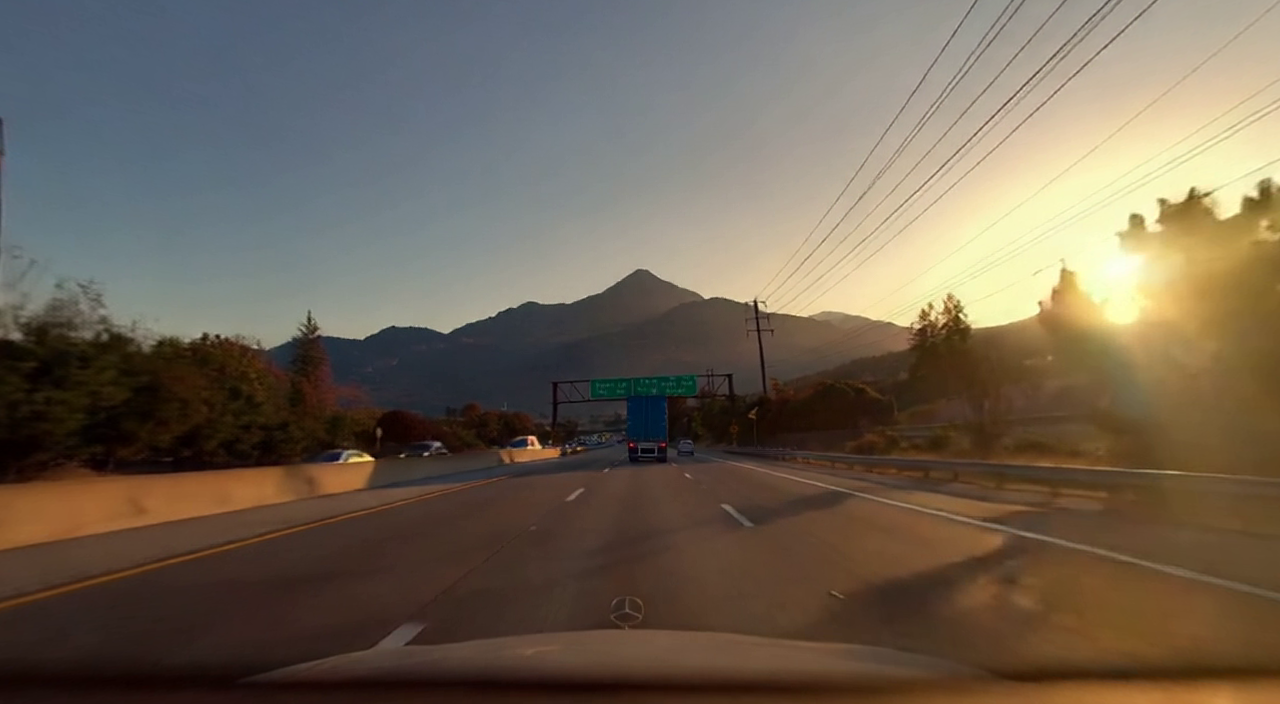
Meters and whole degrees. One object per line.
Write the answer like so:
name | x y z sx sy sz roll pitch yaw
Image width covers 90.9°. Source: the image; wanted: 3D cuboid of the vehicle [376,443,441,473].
vehicle | -15.870 7.243 43.653 2.118 1.889 6.262 0 -8 0

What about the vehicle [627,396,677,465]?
vehicle | 0.624 5.475 43.116 2.919 4.101 11.541 0 -8 -1

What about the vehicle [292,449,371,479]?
vehicle | -19.486 7.057 40.205 1.863 1.707 6.295 0 -8 0
